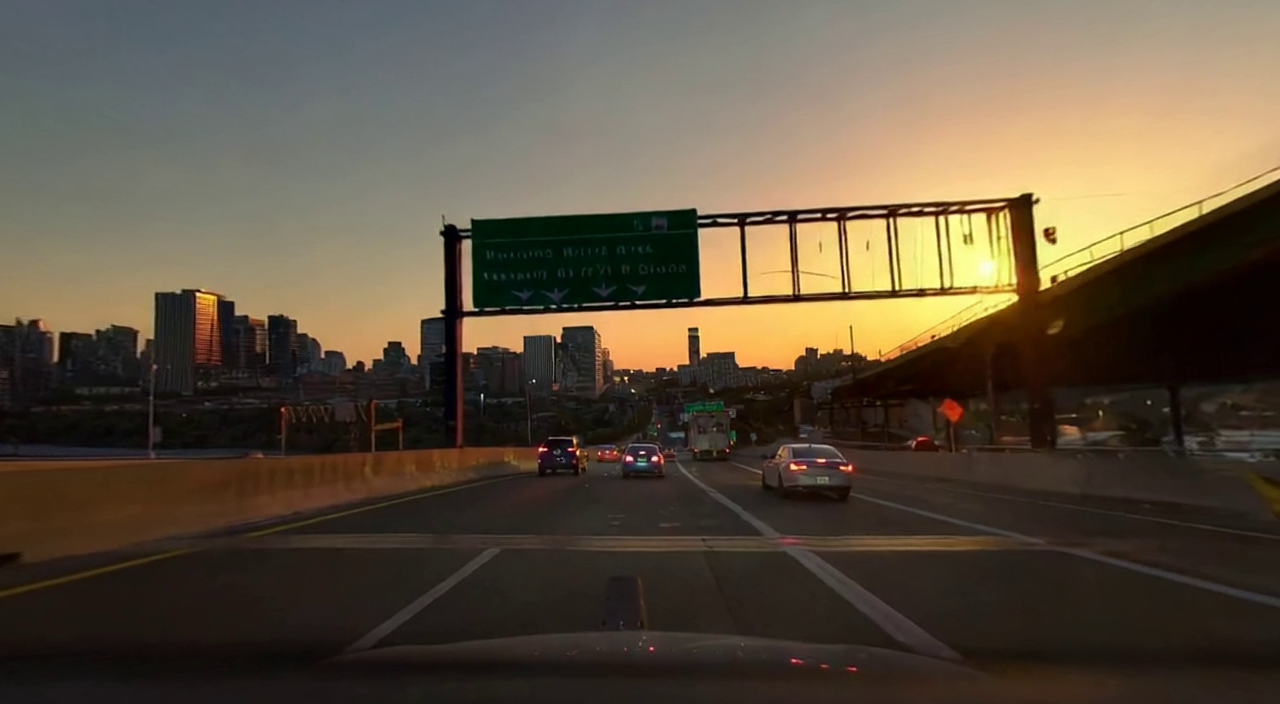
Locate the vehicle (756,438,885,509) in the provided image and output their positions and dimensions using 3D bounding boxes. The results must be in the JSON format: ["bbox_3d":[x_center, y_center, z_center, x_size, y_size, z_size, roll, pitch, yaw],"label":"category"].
[{"bbox_3d":[4.195,2.870,15.348,1.974,1.490,3.994,0,-8,0],"label":"vehicle"}]

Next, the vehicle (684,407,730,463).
[{"bbox_3d":[5.070,6.511,48.914,3.057,3.993,6.983,0,-8,2],"label":"vehicle"}]

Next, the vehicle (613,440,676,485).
[{"bbox_3d":[0.199,3.976,22.969,2.089,1.493,3.964,0,-8,1],"label":"vehicle"}]

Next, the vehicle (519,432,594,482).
[{"bbox_3d":[-3.272,4.245,25.695,2.142,1.819,4.648,0,-8,3],"label":"vehicle"}]
